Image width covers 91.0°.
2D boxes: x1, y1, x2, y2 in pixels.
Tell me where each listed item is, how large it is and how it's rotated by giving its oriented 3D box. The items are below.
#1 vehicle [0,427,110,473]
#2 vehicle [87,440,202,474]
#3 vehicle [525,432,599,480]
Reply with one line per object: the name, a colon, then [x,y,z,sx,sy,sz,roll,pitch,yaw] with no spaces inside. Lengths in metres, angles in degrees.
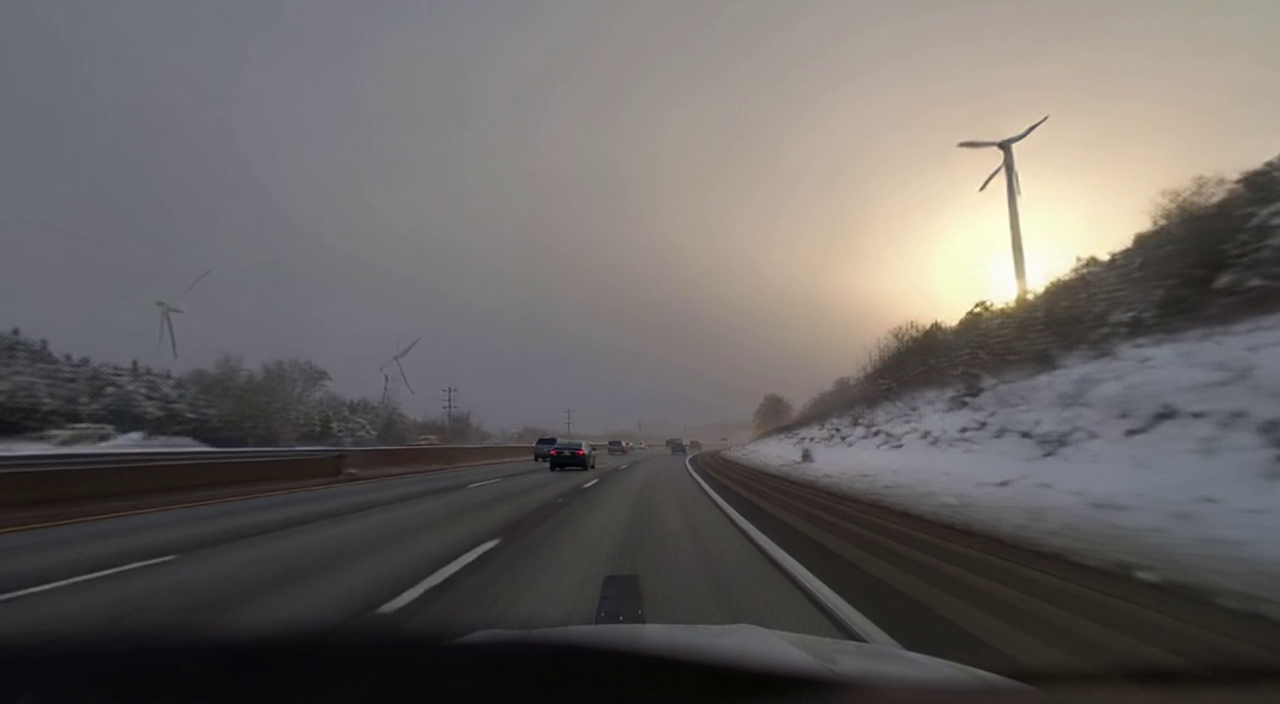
vehicle: [-27.891,4.451,28.685,2.221,1.888,5.929,0,-9,2]
vehicle: [-23.946,5.088,30.685,1.912,1.493,4.389,0,-9,3]
vehicle: [-2.950,4.050,24.823,2.118,1.702,4.355,0,-9,3]
